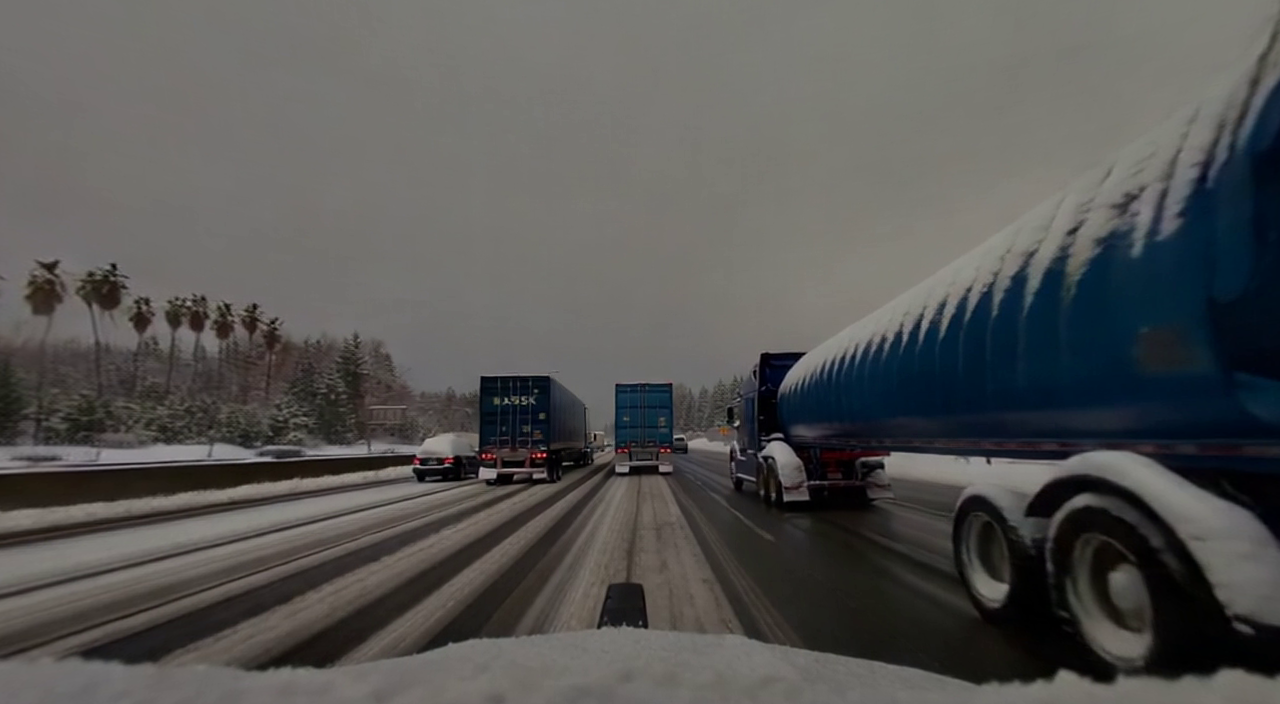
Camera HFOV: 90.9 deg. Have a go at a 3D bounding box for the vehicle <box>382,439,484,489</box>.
[{"bbox_3d":[-6.784,3.693,21.222,1.916,1.465,4.451,0,-8,0],"label":"vehicle"}]

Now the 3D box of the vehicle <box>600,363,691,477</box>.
[{"bbox_3d":[0.260,3.682,30.606,3.097,3.856,18.209,0,-9,0],"label":"vehicle"}]

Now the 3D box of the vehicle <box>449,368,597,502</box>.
[{"bbox_3d":[-3.216,2.797,20.904,2.786,3.228,11.082,0,-8,0],"label":"vehicle"}]

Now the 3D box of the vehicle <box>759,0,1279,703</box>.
[{"bbox_3d":[4.403,0.501,8.695,2.887,4.178,14.553,0,-8,1],"label":"vehicle"}]

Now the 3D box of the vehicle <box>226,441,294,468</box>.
[{"bbox_3d":[-20.105,5.423,33.489,1.504,1.357,3.268,0,-8,1],"label":"vehicle"}]
